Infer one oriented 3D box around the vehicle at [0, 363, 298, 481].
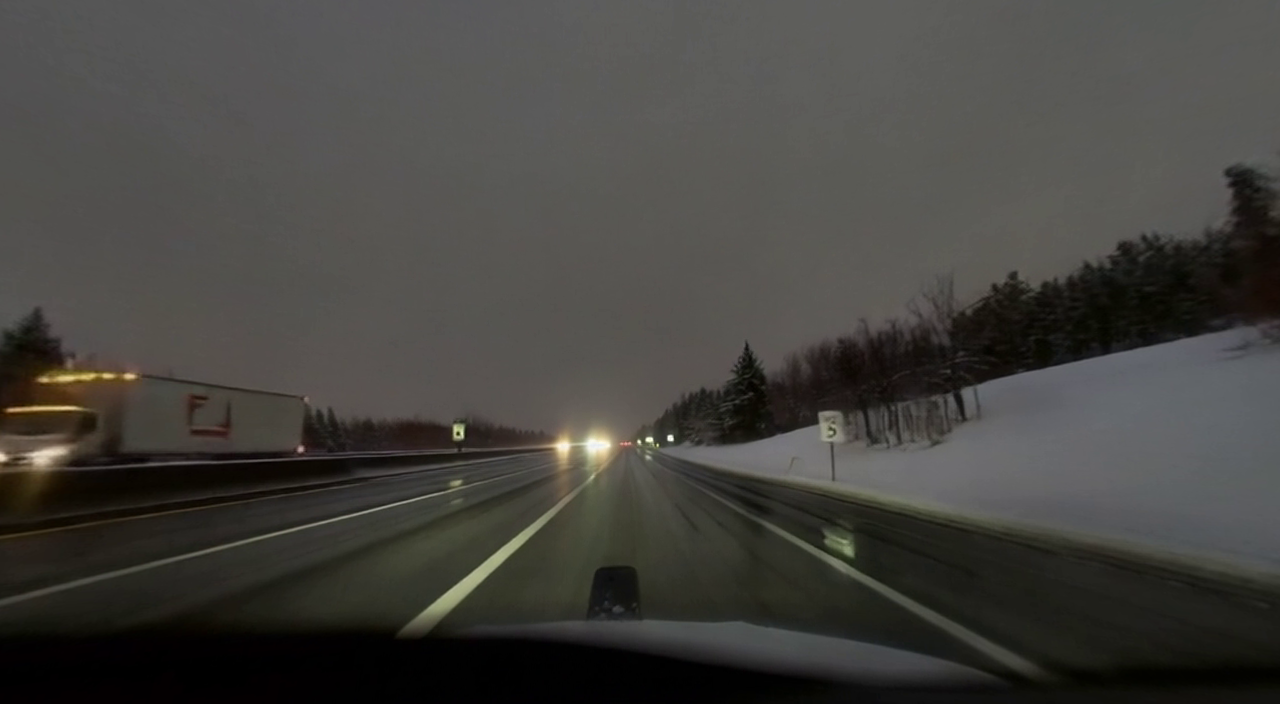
[{"bbox_3d":[-24.379,3.976,32.607,3.650,4.465,17.511,0,-9,-1],"label":"vehicle"}]
